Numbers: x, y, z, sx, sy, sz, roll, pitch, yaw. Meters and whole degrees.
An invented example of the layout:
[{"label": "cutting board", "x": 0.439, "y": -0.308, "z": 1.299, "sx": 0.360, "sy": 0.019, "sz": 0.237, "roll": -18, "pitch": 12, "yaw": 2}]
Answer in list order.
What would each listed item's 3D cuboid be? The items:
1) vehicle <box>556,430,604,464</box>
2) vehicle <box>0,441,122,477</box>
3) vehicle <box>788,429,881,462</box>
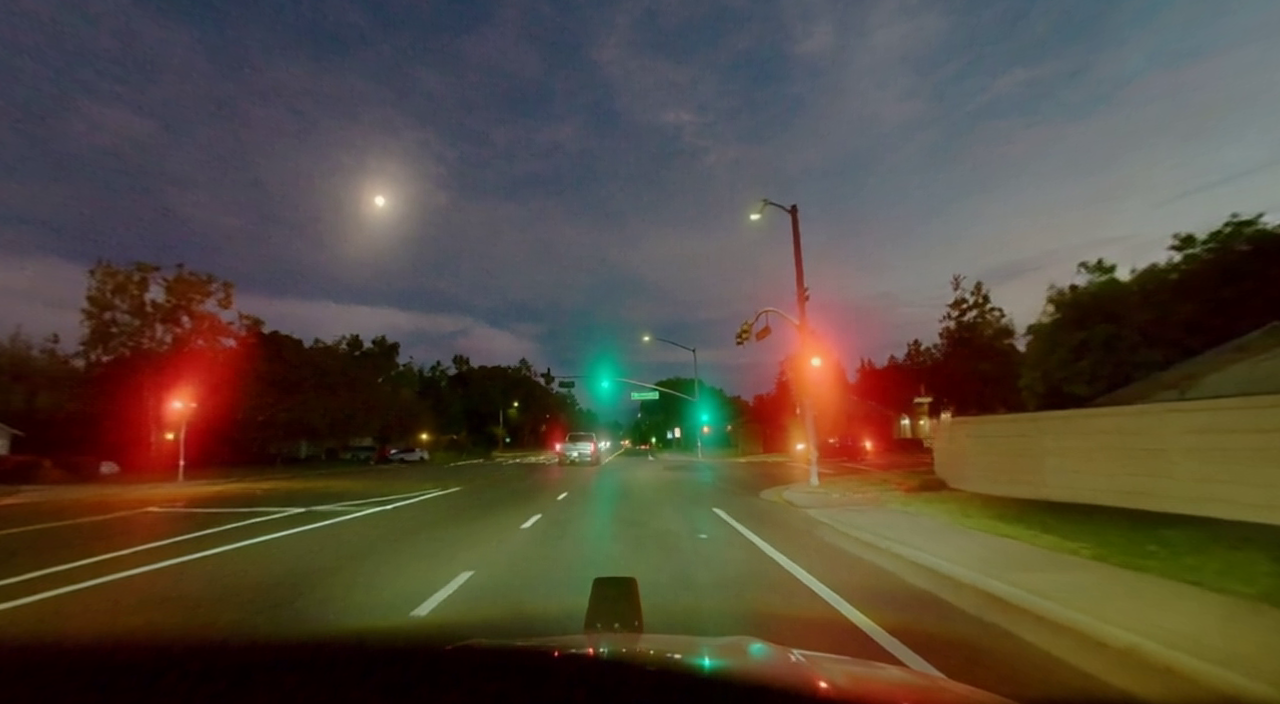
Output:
[{"label": "vehicle", "x": -3.690, "y": 6.066, "z": 40.240, "sx": 2.508, "sy": 2.001, "sz": 5.880, "roll": 0, "pitch": -9, "yaw": 0}, {"label": "vehicle", "x": -29.042, "y": 5.366, "z": 31.705, "sx": 4.092, "sy": 1.624, "sz": 1.965, "roll": 1, "pitch": -11, "yaw": -12}, {"label": "vehicle", "x": 10.772, "y": 5.204, "z": 35.231, "sx": 4.500, "sy": 1.761, "sz": 1.975, "roll": 0, "pitch": -9, "yaw": 1}]
